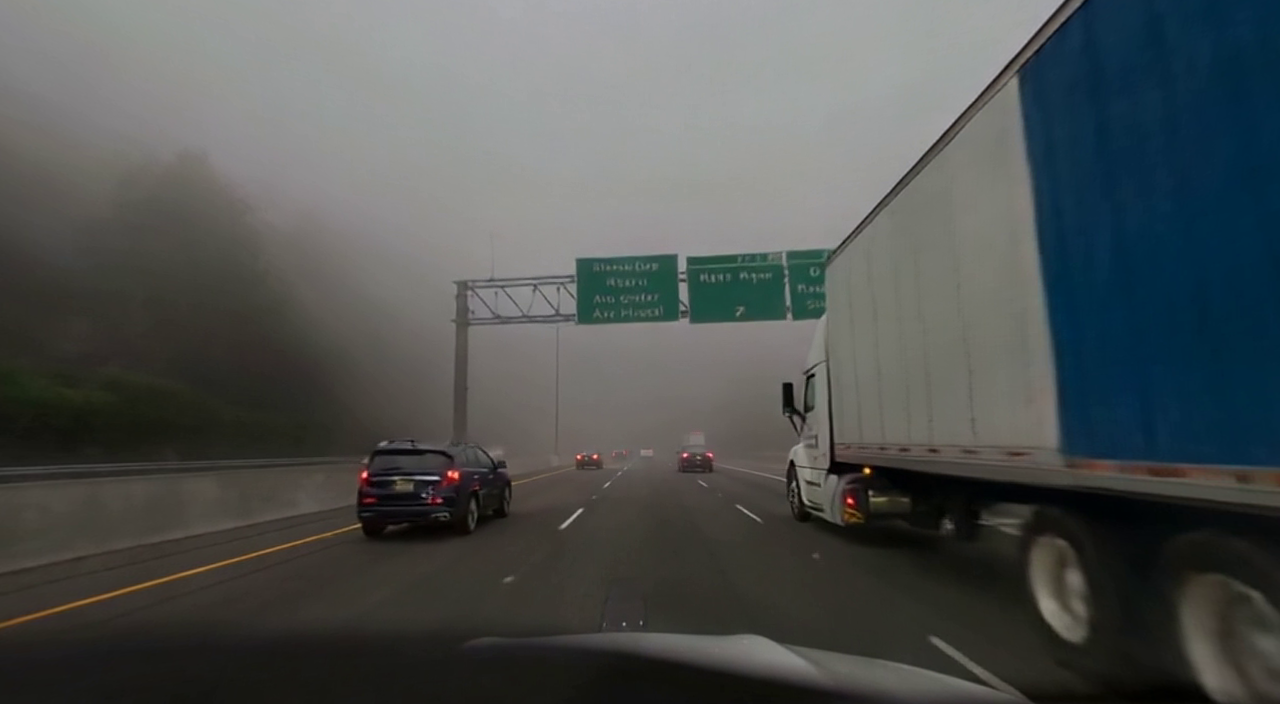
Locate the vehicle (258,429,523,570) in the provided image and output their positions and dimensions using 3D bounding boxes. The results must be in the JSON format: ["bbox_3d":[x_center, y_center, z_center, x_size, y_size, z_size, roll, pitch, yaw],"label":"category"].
[{"bbox_3d":[-3.334,2.066,9.811,1.974,1.589,5.047,-1,-8,1],"label":"vehicle"}]

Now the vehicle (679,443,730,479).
[{"bbox_3d":[2.793,4.863,28.454,2.040,1.461,4.822,-1,-8,3],"label":"vehicle"}]

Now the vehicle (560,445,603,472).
[{"bbox_3d":[-3.426,6.360,37.913,2.099,1.494,4.504,-1,-8,1],"label":"vehicle"}]

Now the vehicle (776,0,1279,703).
[{"bbox_3d":[3.980,0.267,5.985,2.985,3.895,11.239,-1,-8,1],"label":"vehicle"}]
